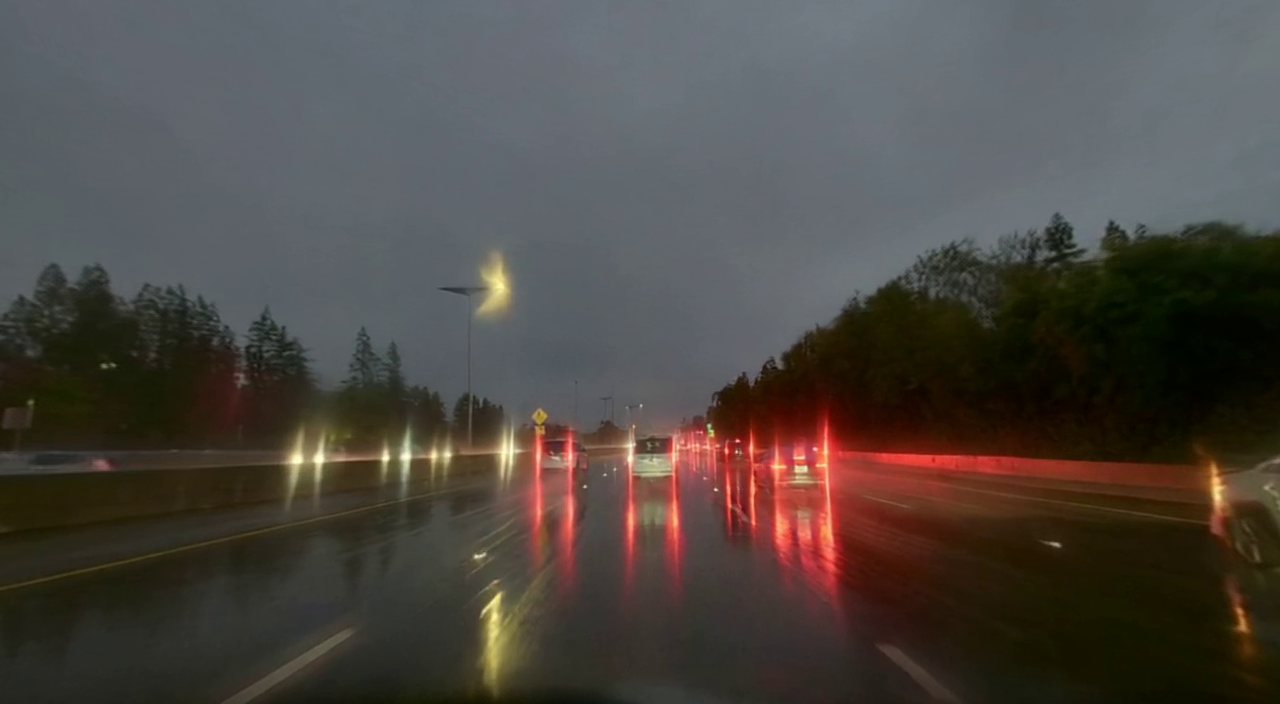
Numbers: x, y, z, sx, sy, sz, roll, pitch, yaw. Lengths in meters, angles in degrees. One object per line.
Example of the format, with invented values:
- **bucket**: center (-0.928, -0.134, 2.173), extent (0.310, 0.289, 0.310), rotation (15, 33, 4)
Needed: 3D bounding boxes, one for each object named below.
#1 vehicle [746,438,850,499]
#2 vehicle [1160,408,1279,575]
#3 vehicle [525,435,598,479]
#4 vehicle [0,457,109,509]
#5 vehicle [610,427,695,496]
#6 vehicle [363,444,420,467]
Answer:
- **vehicle**: center (4.364, 3.276, 18.136), extent (1.999, 1.514, 4.338), rotation (0, -9, 2)
- **vehicle**: center (7.394, 1.247, 5.267), extent (2.028, 1.657, 4.823), rotation (0, -9, 2)
- **vehicle**: center (-3.092, 4.294, 25.923), extent (2.128, 1.627, 4.697), rotation (0, -9, 3)
- **vehicle**: center (-20.733, 4.253, 20.672), extent (2.130, 1.523, 4.922), rotation (0, -9, 3)
- **vehicle**: center (0.389, 3.112, 18.195), extent (2.181, 1.728, 3.970), rotation (0, -9, 2)
- **vehicle**: center (-19.133, 7.980, 48.784), extent (2.079, 1.684, 4.734), rotation (0, -9, 6)
